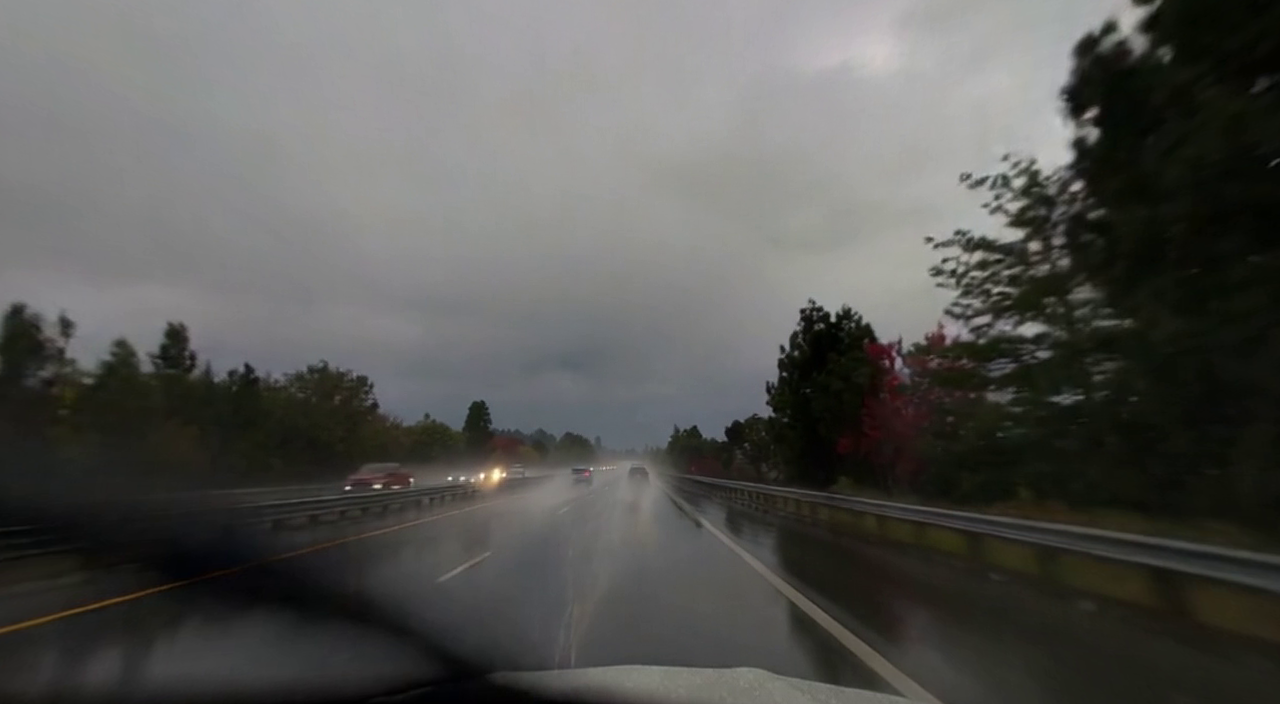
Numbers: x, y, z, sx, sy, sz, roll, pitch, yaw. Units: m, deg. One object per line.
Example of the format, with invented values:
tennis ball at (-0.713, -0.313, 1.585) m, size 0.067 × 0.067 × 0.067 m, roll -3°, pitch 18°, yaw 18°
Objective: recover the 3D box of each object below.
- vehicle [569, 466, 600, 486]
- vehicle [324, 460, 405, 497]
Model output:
vehicle at (-4.328, 9.761, 49.490) m, size 2.088 × 1.466 × 3.939 m, roll 1°, pitch -11°, yaw 0°
vehicle at (-13.040, 6.042, 30.179) m, size 1.898 × 1.610 × 4.494 m, roll 1°, pitch -11°, yaw -1°
